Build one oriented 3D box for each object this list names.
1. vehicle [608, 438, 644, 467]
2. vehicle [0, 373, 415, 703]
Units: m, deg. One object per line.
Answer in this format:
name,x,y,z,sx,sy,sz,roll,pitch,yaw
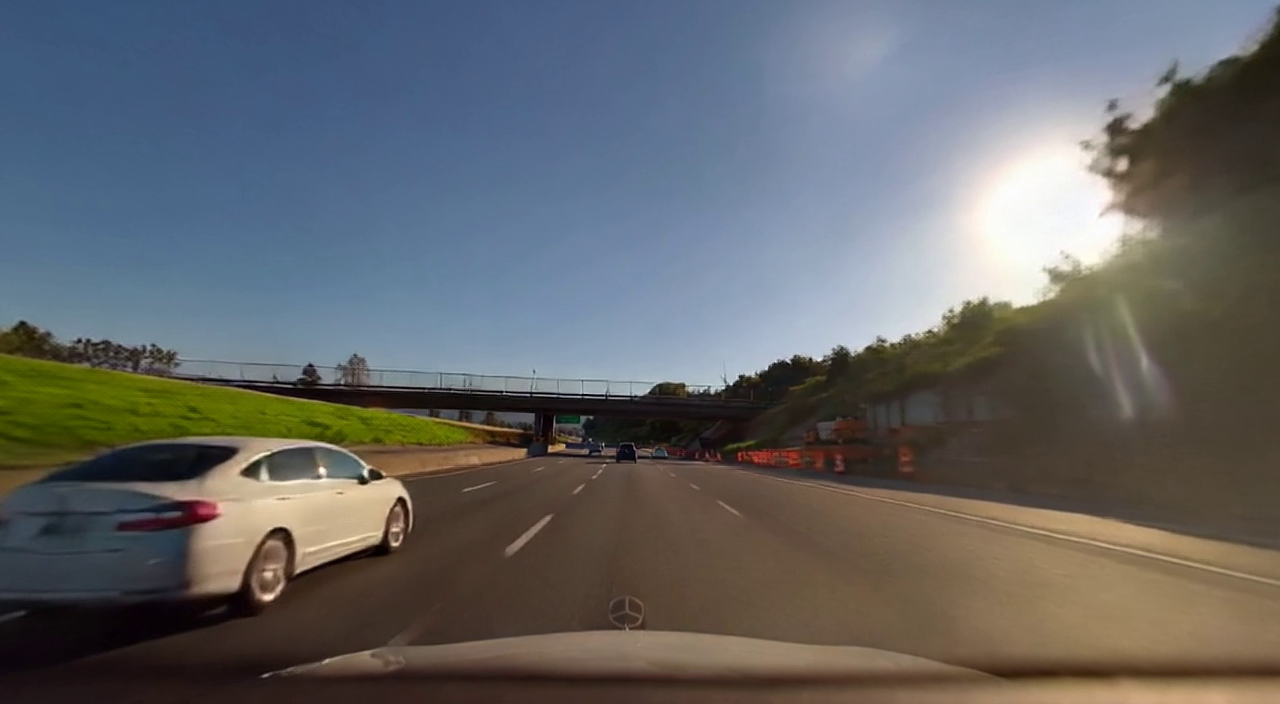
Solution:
vehicle,-1.001,6.802,42.959,2.328,1.805,4.502,0,-8,-3
vehicle,-3.821,1.257,5.255,2.114,1.650,4.730,0,-8,0
